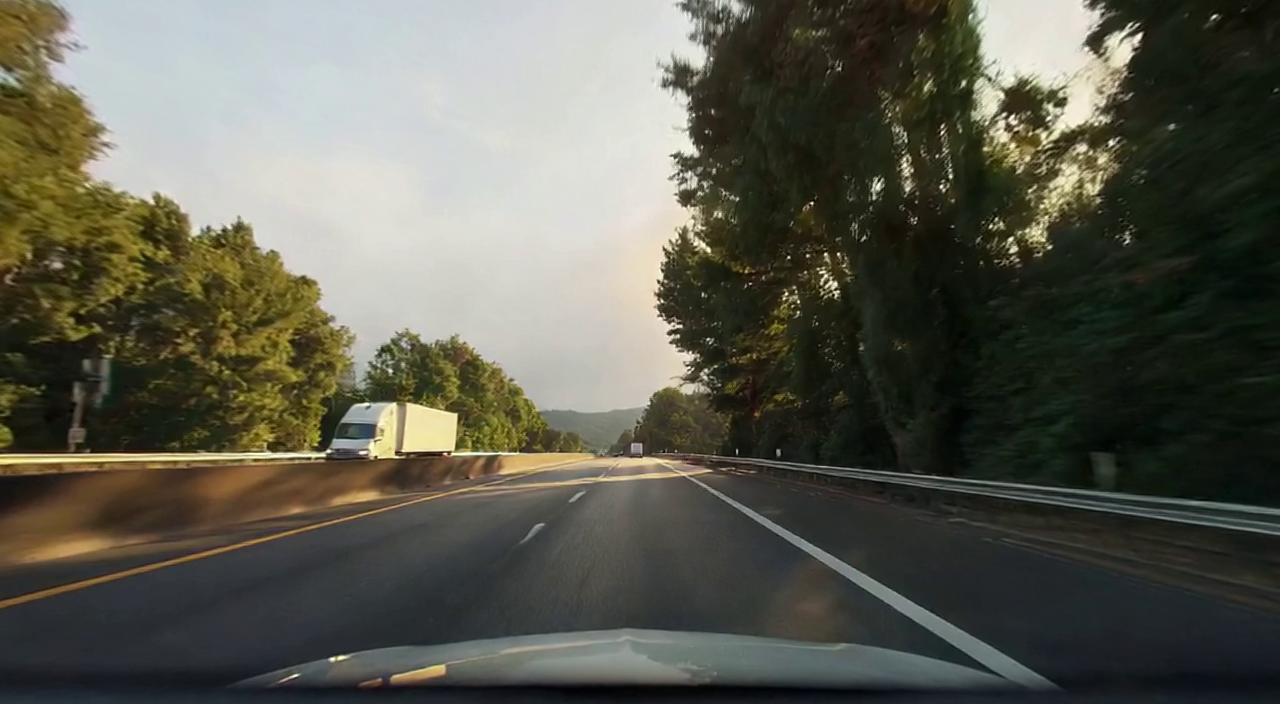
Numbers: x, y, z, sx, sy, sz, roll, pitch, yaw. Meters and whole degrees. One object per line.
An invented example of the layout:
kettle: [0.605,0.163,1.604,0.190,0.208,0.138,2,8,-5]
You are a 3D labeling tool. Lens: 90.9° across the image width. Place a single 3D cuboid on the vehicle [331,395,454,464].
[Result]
vehicle: [-16.770,5.680,44.468,2.924,4.069,14.387,0,-9,0]
